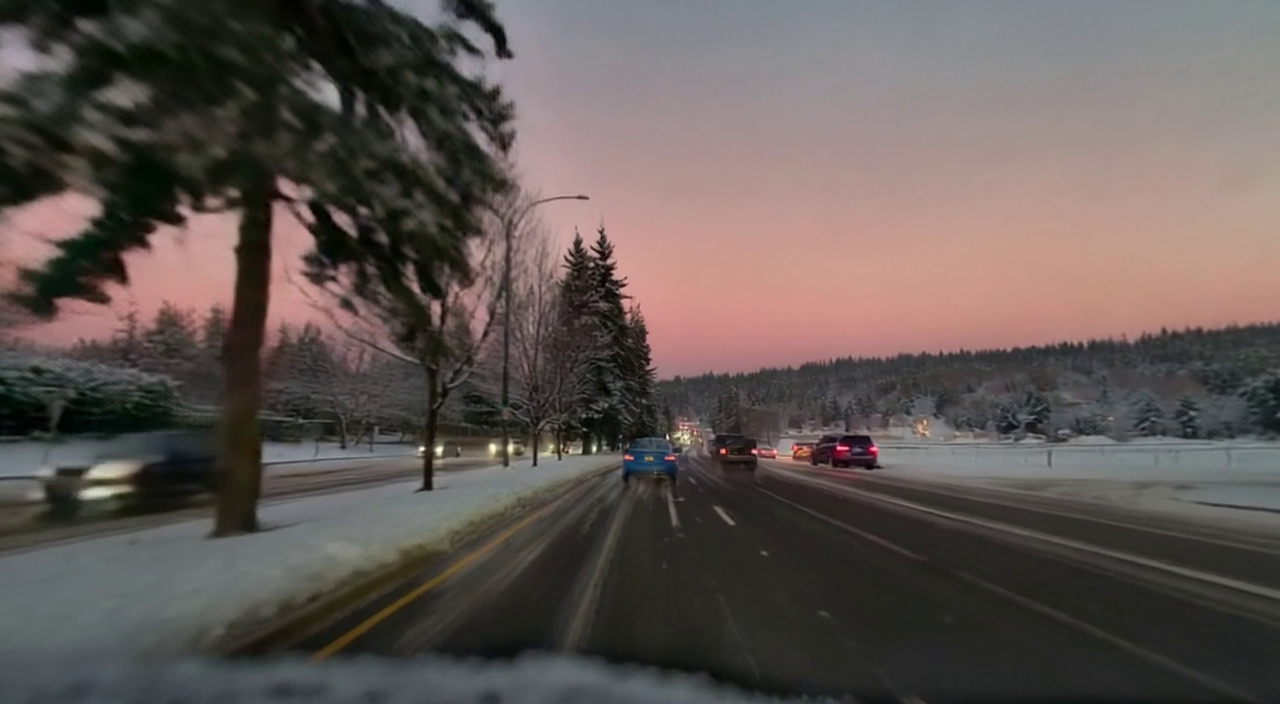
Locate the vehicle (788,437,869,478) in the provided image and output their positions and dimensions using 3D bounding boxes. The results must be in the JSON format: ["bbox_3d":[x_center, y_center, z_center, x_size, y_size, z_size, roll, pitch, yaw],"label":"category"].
[{"bbox_3d":[7.489,4.223,25.470,1.928,1.488,4.361,0,-8,0],"label":"vehicle"}]

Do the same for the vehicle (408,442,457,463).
[{"bbox_3d":[-15.747,7.663,48.039,2.036,1.524,4.590,0,-9,2],"label":"vehicle"}]

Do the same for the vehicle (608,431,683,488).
[{"bbox_3d":[0.191,3.402,20.175,2.145,1.603,4.369,0,-8,1],"label":"vehicle"}]

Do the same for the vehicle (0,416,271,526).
[{"bbox_3d":[-8.998,2.023,11.218,2.074,1.543,4.536,0,-8,0],"label":"vehicle"}]

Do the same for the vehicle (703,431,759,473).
[{"bbox_3d":[4.104,4.611,29.128,1.976,1.796,4.159,0,-8,0],"label":"vehicle"}]
